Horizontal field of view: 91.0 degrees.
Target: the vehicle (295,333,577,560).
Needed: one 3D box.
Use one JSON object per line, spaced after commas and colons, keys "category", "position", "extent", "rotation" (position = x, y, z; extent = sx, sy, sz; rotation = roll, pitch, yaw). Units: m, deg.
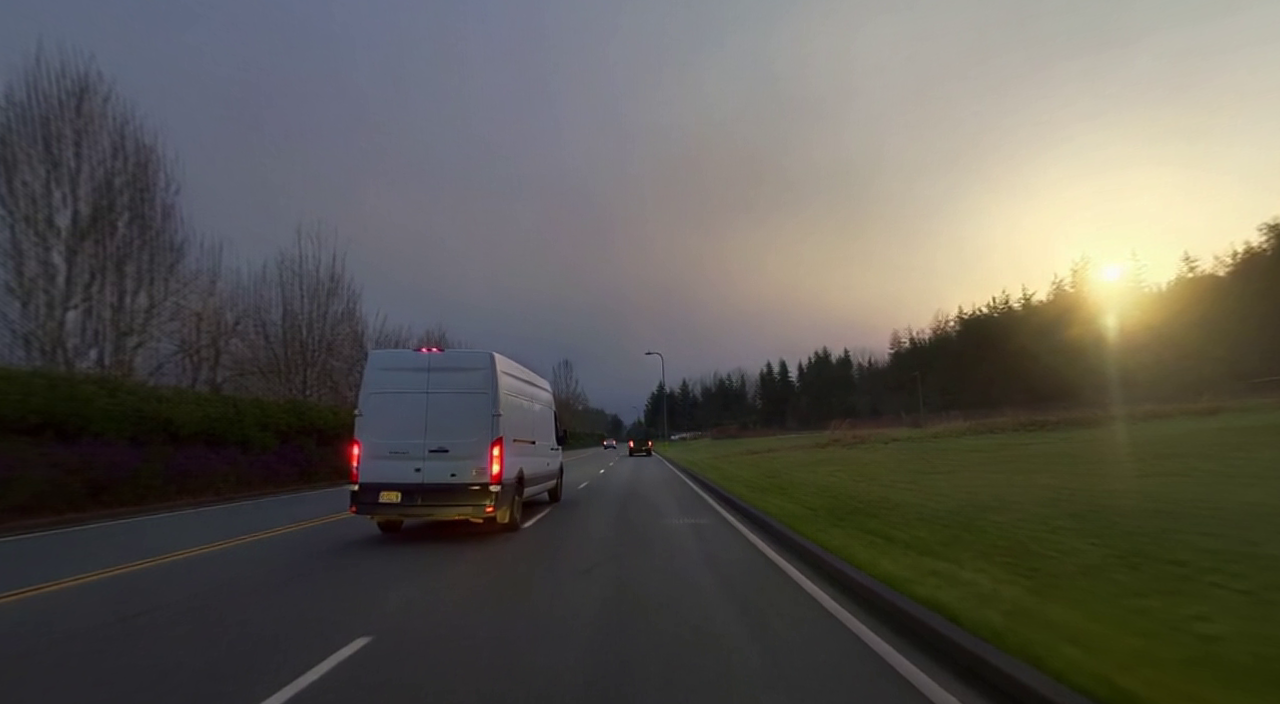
{"category": "vehicle", "position": [-2.661, 1.502, 10.365], "extent": [2.497, 2.628, 6.016], "rotation": [0, -8, 1]}
